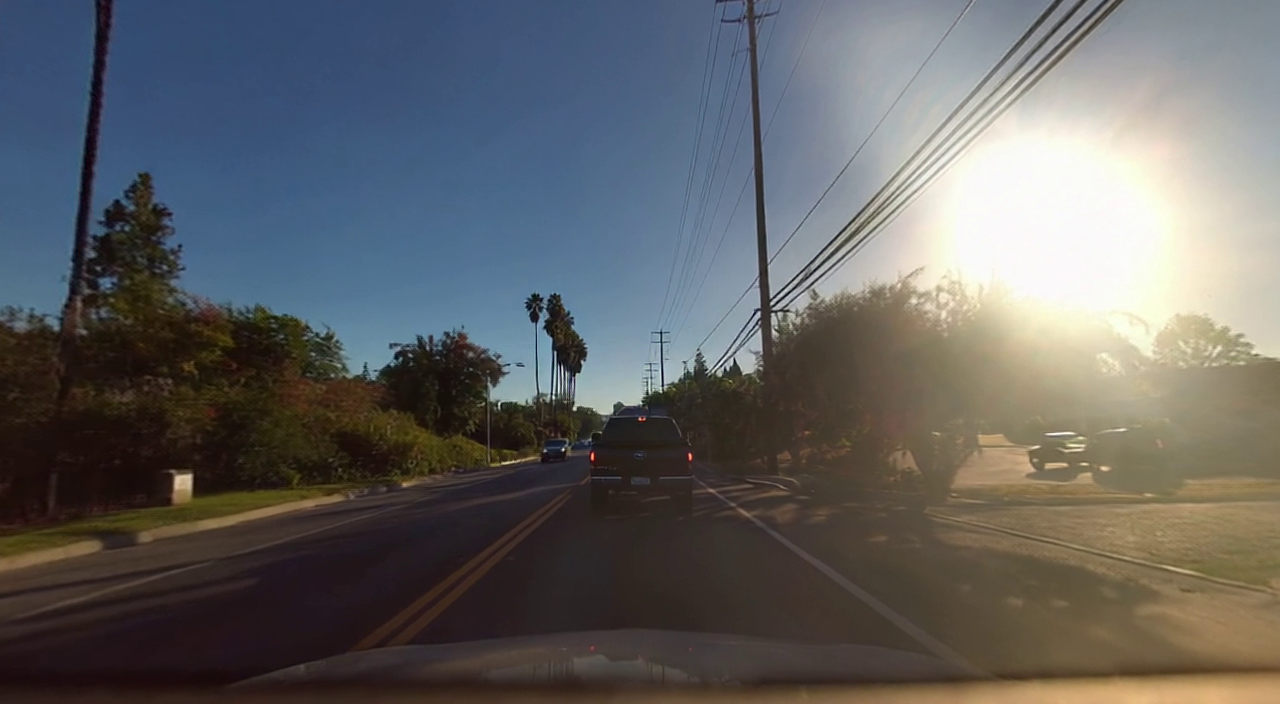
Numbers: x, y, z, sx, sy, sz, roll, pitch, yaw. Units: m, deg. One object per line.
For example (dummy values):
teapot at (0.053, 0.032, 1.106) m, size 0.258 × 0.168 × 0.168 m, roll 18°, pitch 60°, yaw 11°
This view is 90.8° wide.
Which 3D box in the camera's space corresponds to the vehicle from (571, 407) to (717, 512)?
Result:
vehicle at (0.021, 2.554, 15.419) m, size 2.848 × 2.047 × 5.885 m, roll 0°, pitch -8°, yaw -1°

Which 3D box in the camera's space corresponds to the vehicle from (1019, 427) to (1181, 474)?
vehicle at (20.326, 4.402, 28.456) m, size 2.277 × 1.836 × 6.267 m, roll 0°, pitch -8°, yaw -4°

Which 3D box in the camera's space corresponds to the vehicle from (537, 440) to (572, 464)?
vehicle at (-6.289, 7.399, 46.914) m, size 2.140 × 1.706 × 4.229 m, roll 0°, pitch -8°, yaw -1°
